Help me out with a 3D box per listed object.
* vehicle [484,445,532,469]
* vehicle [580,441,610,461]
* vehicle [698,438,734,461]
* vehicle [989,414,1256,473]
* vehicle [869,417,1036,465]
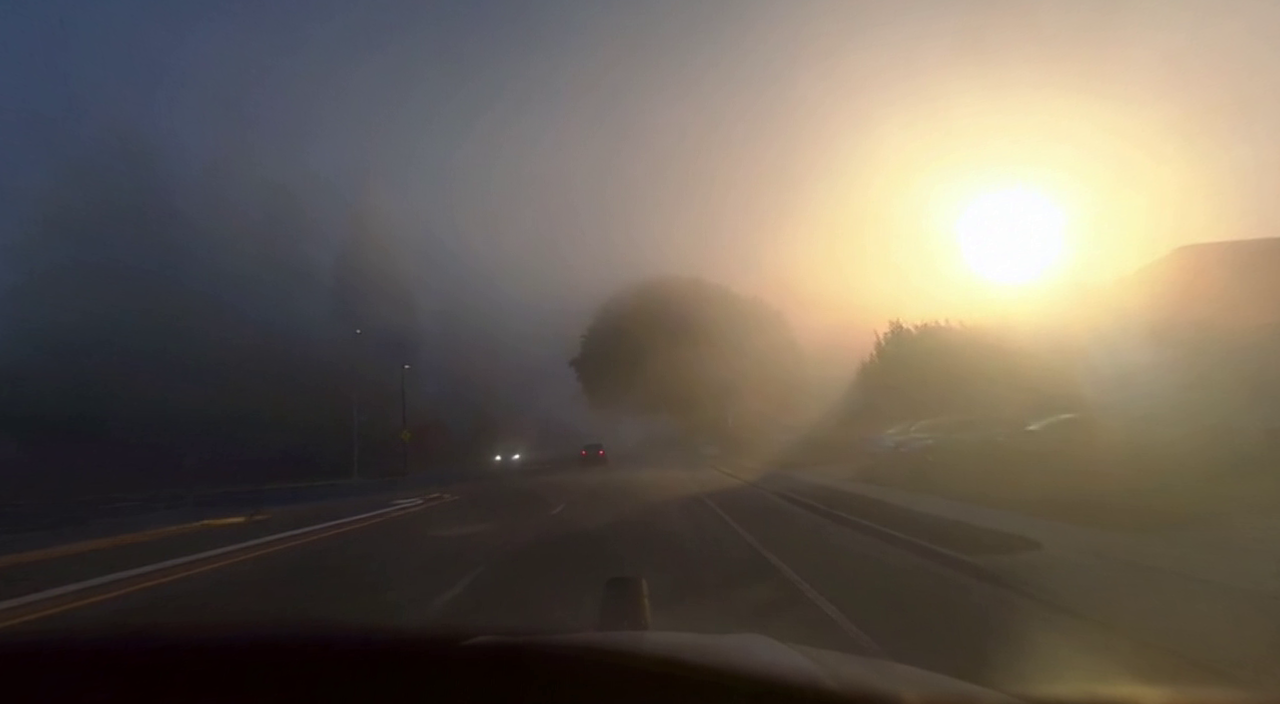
[{"bbox_3d":[-8.567,6.853,41.373,2.027,1.522,4.469,-1,-8,2],"label":"vehicle"},{"bbox_3d":[-3.332,7.432,47.362,1.973,1.400,3.915,0,-8,0],"label":"vehicle"},{"bbox_3d":[5.406,7.034,45.564,1.995,1.546,4.474,0,-8,-1],"label":"vehicle"},{"bbox_3d":[10.550,2.033,14.020,4.489,1.208,1.800,0,-8,-2],"label":"vehicle"},{"bbox_3d":[10.451,3.025,21.365,4.606,1.525,1.932,0,-8,-1],"label":"vehicle"}]
